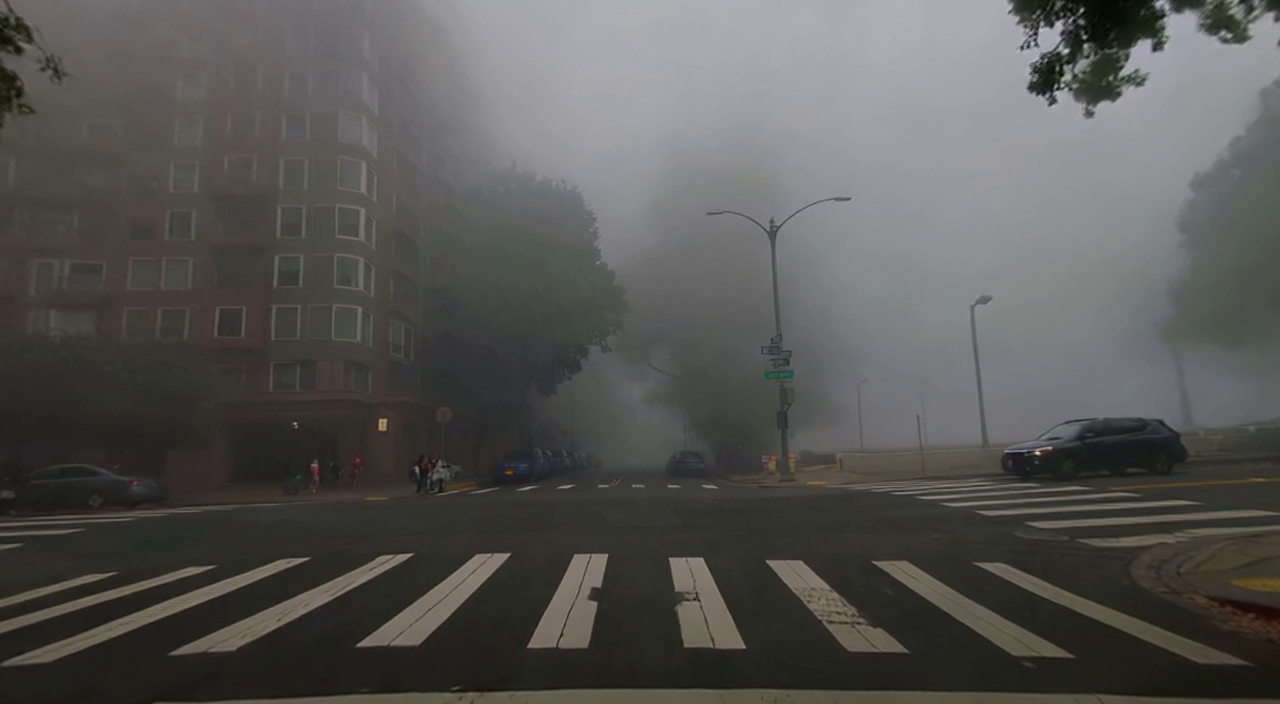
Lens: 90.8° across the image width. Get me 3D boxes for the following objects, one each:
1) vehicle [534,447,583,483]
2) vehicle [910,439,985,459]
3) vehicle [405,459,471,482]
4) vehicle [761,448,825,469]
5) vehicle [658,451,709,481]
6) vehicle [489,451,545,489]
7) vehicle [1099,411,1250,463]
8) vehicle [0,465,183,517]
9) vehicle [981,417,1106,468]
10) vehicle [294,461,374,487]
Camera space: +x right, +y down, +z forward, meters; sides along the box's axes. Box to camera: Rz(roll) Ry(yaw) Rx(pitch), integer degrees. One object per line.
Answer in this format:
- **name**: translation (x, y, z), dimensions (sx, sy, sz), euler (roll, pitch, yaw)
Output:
- **vehicle**: translation (-4.544, 6.428, 35.852), dimensions (2.102, 1.768, 4.290), euler (-3, -10, 2)
- **vehicle**: translation (22.986, 7.254, 47.316), dimensions (4.528, 1.475, 2.070), euler (0, -8, 3)
- **vehicle**: translation (-14.850, 8.724, 46.568), dimensions (4.203, 1.544, 1.889), euler (-1, -8, 5)
- **vehicle**: translation (11.998, 8.369, 49.839), dimensions (4.552, 1.539, 1.785), euler (0, -9, -2)
- **vehicle**: translation (2.507, 6.681, 37.272), dimensions (1.942, 1.603, 3.785), euler (4, -9, -13)
- **vehicle**: translation (-7.641, 7.358, 39.773), dimensions (2.193, 1.814, 5.061), euler (-9, -8, 0)
- **vehicle**: translation (22.289, 3.607, 26.706), dimensions (2.137, 1.962, 4.988), euler (-1, -8, 3)
- **vehicle**: translation (-17.328, 4.327, 19.892), dimensions (4.439, 1.448, 1.793), euler (0, -9, -1)
- **vehicle**: translation (16.728, 3.860, 26.555), dimensions (2.041, 1.921, 4.574), euler (0, -9, -2)
- **vehicle**: translation (-22.661, 9.044, 46.948), dimensions (4.844, 1.836, 2.117), euler (-1, -8, 5)
